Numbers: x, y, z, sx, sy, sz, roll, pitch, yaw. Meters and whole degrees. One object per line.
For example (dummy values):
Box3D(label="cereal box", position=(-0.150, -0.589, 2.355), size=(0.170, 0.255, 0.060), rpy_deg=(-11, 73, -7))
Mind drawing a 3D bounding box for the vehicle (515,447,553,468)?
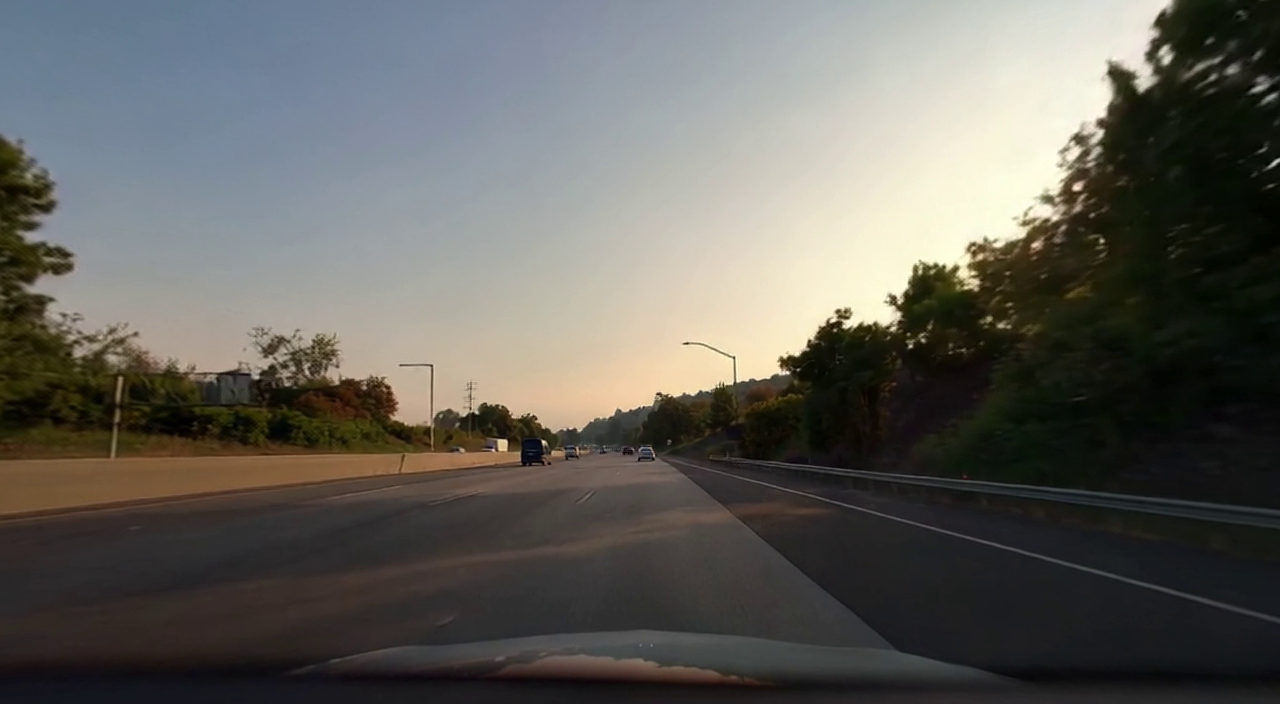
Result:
Box3D(label="vehicle", position=(-8.230, 8.201, 49.294), size=(1.983, 1.532, 4.424), rpy_deg=(-1, -9, 2))
